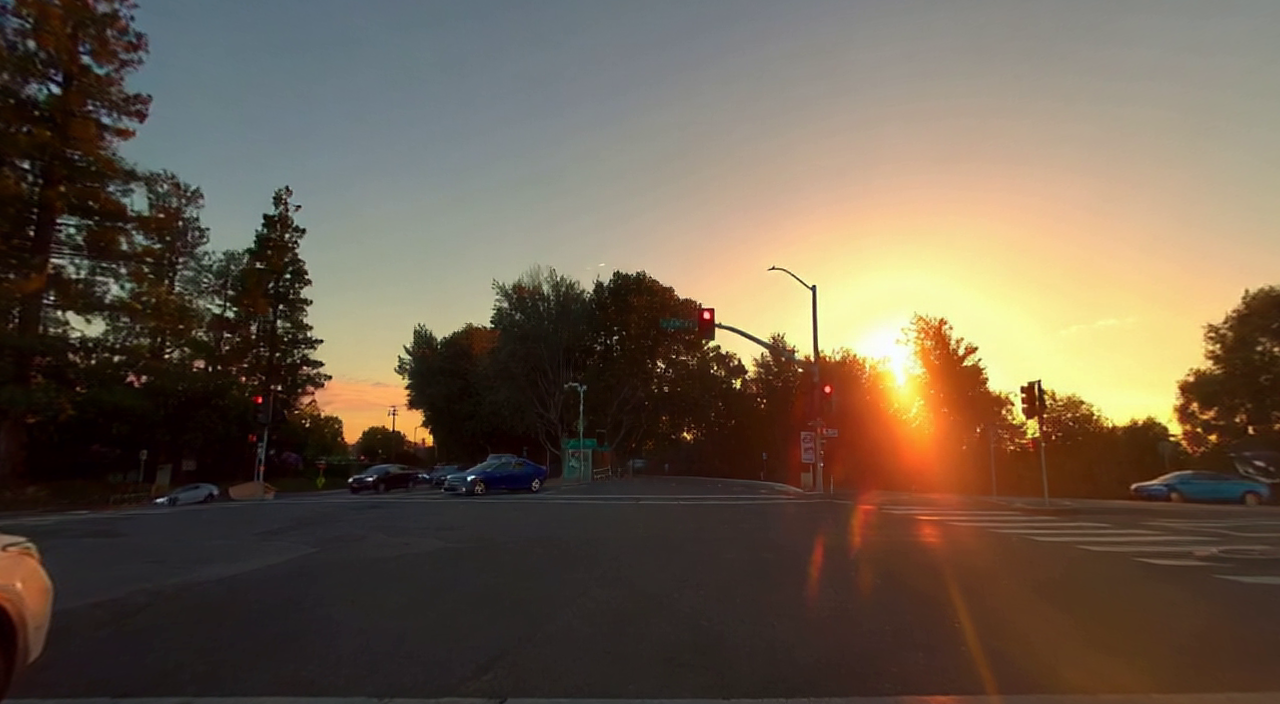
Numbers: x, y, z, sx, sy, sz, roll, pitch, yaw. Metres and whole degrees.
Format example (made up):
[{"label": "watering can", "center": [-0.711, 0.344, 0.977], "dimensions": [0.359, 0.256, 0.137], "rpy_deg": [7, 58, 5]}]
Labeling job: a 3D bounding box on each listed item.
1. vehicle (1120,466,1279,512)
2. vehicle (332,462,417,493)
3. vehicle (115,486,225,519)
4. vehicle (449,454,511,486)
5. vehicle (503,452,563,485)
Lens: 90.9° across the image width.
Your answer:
[{"label": "vehicle", "center": [22.440, 5.438, 25.219], "dimensions": [4.571, 1.621, 2.113], "rpy_deg": [-1, -9, 7]}, {"label": "vehicle", "center": [-17.329, 8.157, 41.423], "dimensions": [2.050, 1.755, 5.135], "rpy_deg": [-3, -9, 21]}, {"label": "vehicle", "center": [-26.217, 8.407, 35.342], "dimensions": [4.491, 1.500, 2.029], "rpy_deg": [4, -9, -24]}, {"label": "vehicle", "center": [-8.047, 5.974, 32.098], "dimensions": [1.960, 1.433, 4.213], "rpy_deg": [0, -8, 1]}, {"label": "vehicle", "center": [-5.222, 5.754, 31.518], "dimensions": [2.107, 1.456, 4.728], "rpy_deg": [0, -8, 1]}]
